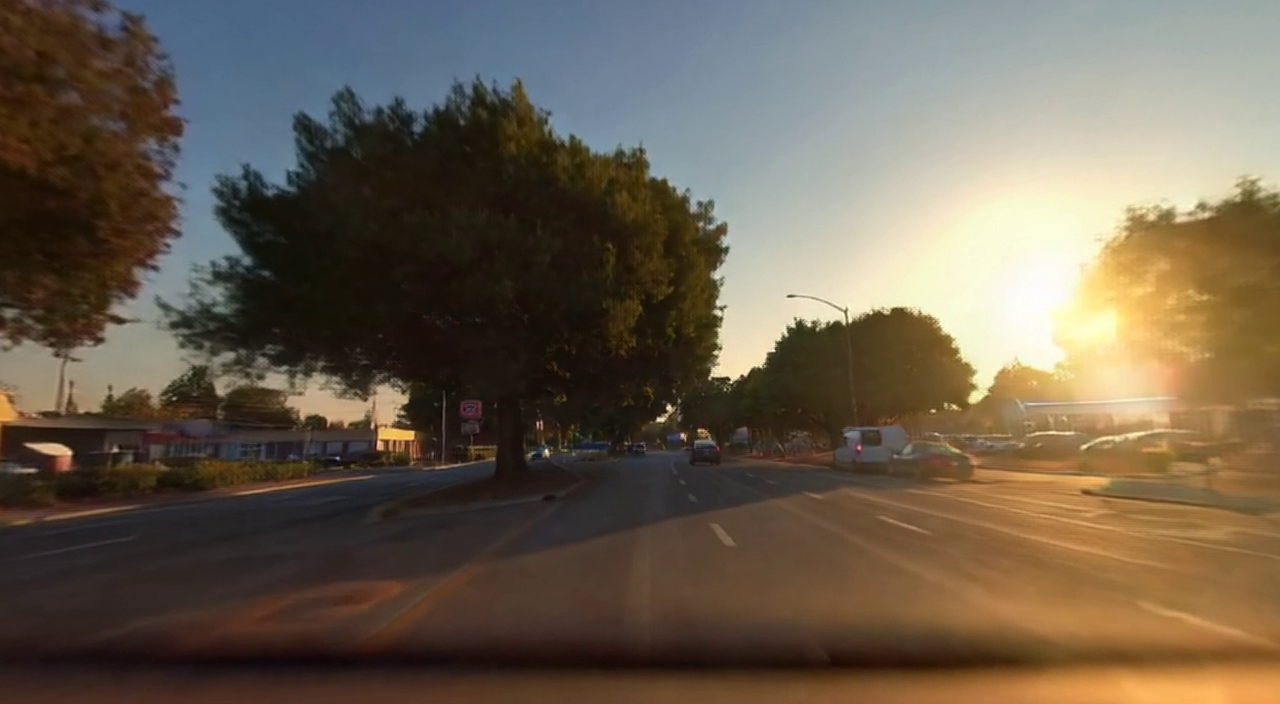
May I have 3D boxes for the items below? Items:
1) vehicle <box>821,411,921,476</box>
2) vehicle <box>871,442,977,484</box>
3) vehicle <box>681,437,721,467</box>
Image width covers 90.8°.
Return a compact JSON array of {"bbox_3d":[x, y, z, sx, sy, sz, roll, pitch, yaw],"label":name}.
[{"bbox_3d":[10.774,4.374,30.097,2.507,2.745,5.779,0,-9,0],"label":"vehicle"},{"bbox_3d":[10.738,4.220,24.336,1.857,1.411,4.859,0,-9,1],"label":"vehicle"},{"bbox_3d":[3.587,5.977,37.812,1.957,1.643,4.226,0,-9,0],"label":"vehicle"}]
